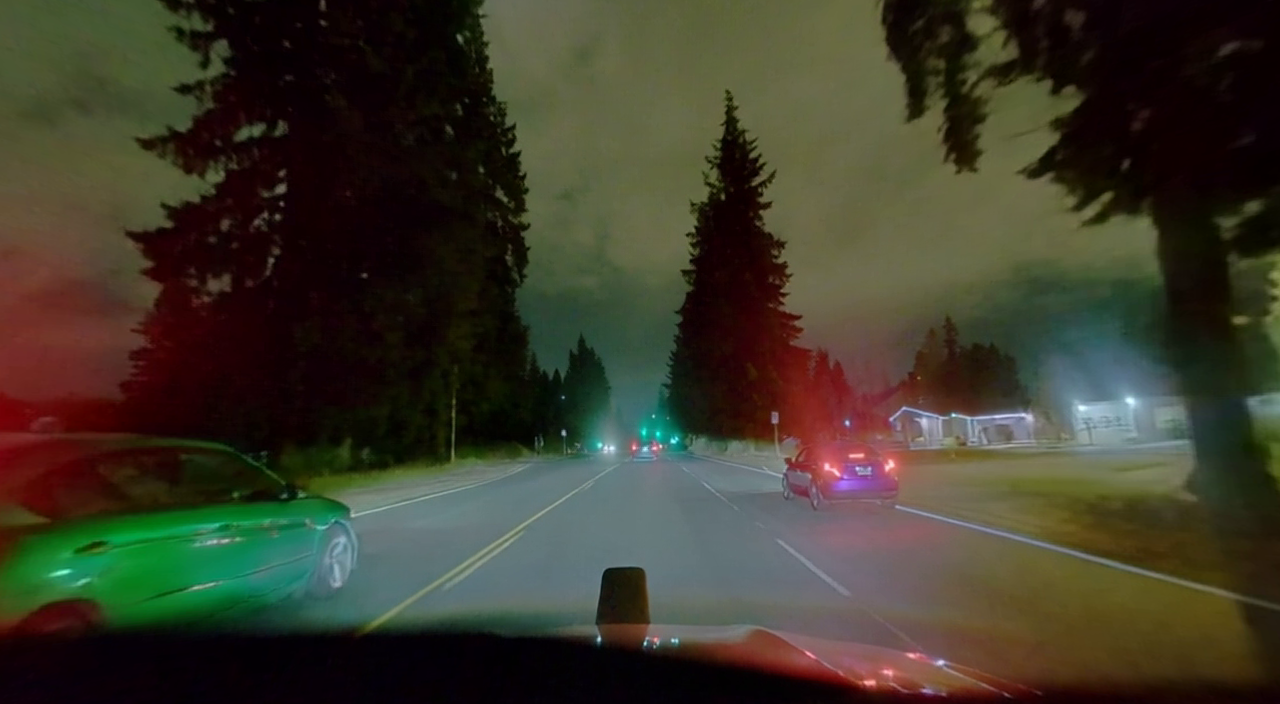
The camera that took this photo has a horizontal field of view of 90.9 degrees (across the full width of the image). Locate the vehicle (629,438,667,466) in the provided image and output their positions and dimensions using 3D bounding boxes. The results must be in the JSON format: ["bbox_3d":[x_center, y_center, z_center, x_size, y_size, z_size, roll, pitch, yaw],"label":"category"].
[{"bbox_3d":[0.512,6.070,38.650,2.206,1.525,4.695,-1,-7,1],"label":"vehicle"}]

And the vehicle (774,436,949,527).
[{"bbox_3d":[4.170,2.456,12.790,1.943,1.471,4.515,-1,-7,0],"label":"vehicle"}]

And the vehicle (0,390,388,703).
[{"bbox_3d":[-3.691,1.122,3.966,2.162,1.546,4.889,-1,-7,0],"label":"vehicle"}]
